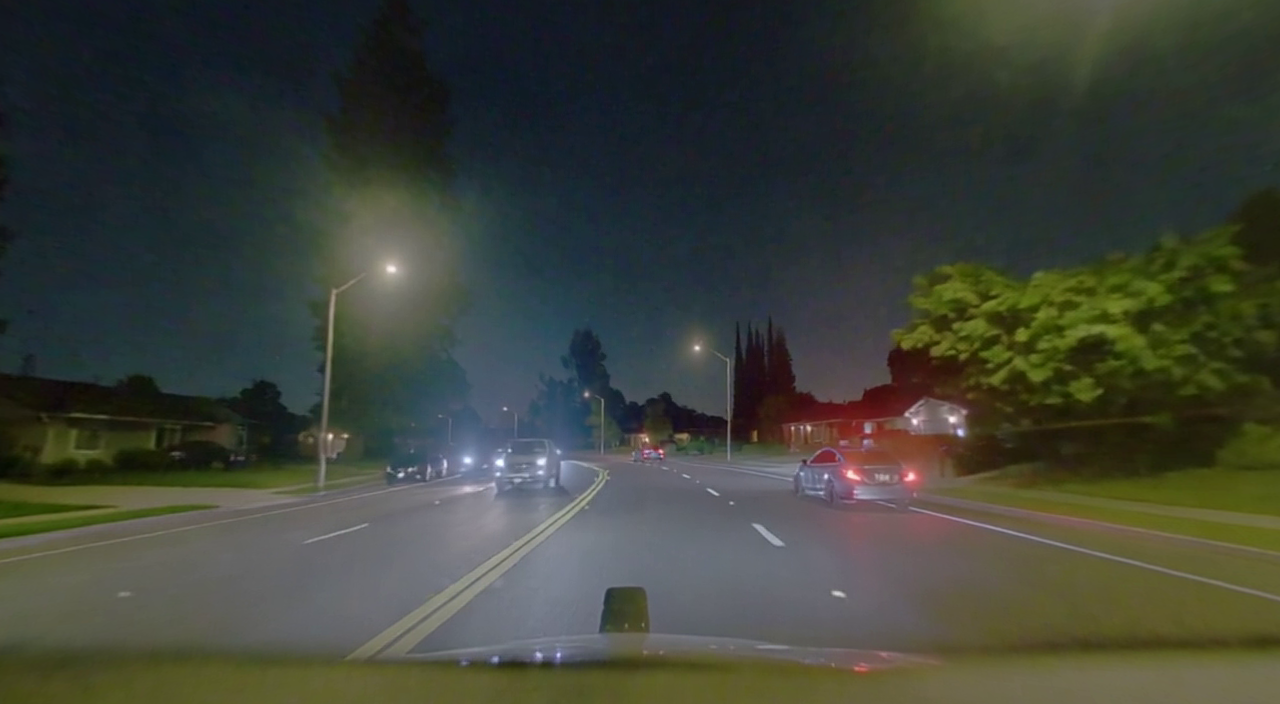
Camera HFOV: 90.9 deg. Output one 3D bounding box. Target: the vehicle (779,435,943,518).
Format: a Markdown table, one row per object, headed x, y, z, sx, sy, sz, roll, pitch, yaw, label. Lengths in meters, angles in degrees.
| x | y | z | sx | sy | sz | roll | pitch | yaw | label |
| --- | --- | --- | --- | --- | --- | --- | --- | --- | --- |
| 4.601 | 2.623 | 13.899 | 1.934 | 1.506 | 4.282 | 0 | -8 | -2 | vehicle |

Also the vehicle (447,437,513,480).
| x | y | z | sx | sy | sz | roll | pitch | yaw | label |
| --- | --- | --- | --- | --- | --- | --- | --- | --- | --- |
| -7.420 | 4.986 | 29.814 | 2.075 | 1.822 | 5.096 | 0 | -8 | -4 | vehicle |

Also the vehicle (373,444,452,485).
| x | y | z | sx | sy | sz | roll | pitch | yaw | label |
| --- | --- | --- | --- | --- | --- | --- | --- | --- | --- |
| -10.360 | 5.145 | 29.172 | 2.038 | 1.690 | 4.825 | 0 | -8 | -3 | vehicle |

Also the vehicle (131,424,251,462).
| x | y | z | sx | sy | sz | roll | pitch | yaw | label |
| --- | --- | --- | --- | --- | --- | --- | --- | --- | --- |
| -24.333 | 4.956 | 34.354 | 4.772 | 1.877 | 2.038 | 0 | -9 | -11 | vehicle |

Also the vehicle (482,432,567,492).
| x | y | z | sx | sy | sz | roll | pitch | yaw | label |
| --- | --- | --- | --- | --- | --- | --- | --- | --- | --- |
| -3.578 | 3.493 | 20.401 | 2.081 | 1.721 | 4.228 | 0 | -8 | -2 | vehicle |

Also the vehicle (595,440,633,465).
| x | y | z | sx | sy | sz | roll | pitch | yaw | label |
| --- | --- | --- | --- | --- | --- | --- | --- | --- | --- |
| -1.938 | 7.145 | 44.938 | 2.106 | 1.667 | 4.367 | 1 | -8 | -10 | vehicle |
